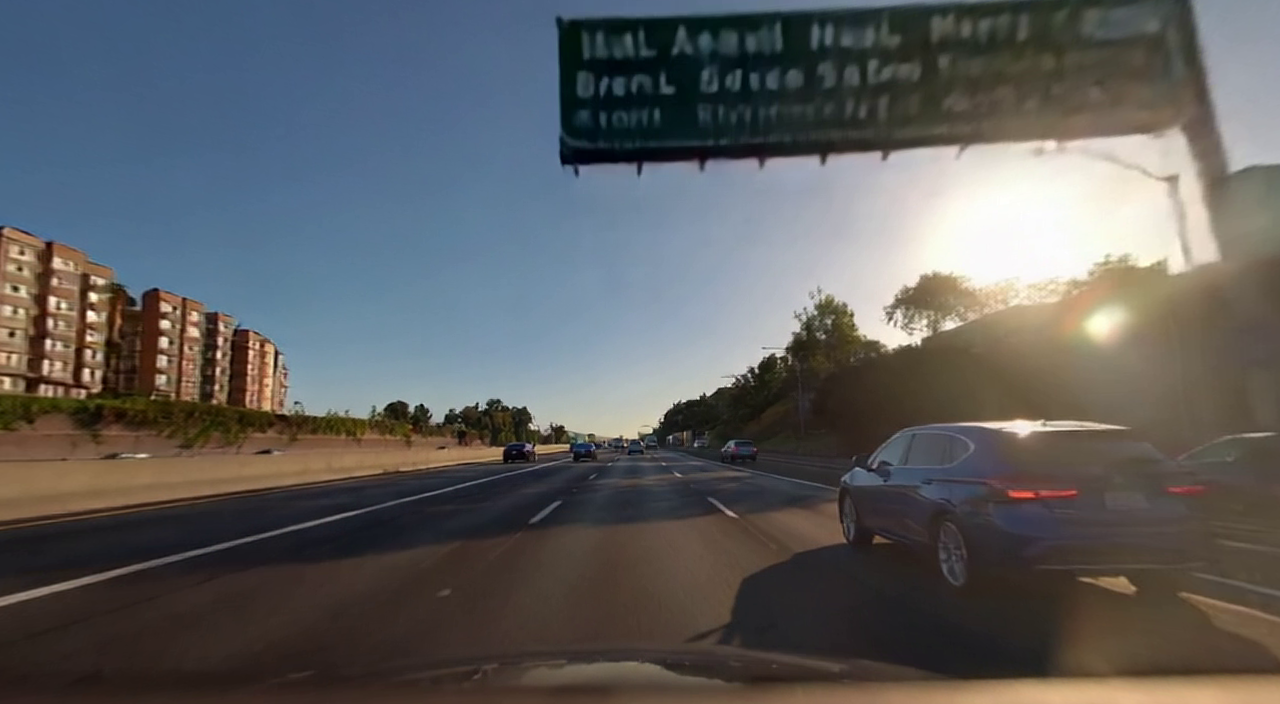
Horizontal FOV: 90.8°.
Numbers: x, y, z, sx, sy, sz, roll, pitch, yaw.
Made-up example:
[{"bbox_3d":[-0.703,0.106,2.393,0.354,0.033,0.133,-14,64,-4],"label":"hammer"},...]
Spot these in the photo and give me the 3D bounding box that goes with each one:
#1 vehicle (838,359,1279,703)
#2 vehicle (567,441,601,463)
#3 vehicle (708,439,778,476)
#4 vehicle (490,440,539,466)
[{"bbox_3d":[3.427,1.188,5.251,2.080,1.694,4.286,0,-8,-1],"label":"vehicle"},{"bbox_3d":[-3.773,6.824,43.228,2.002,1.466,4.378,0,-8,0],"label":"vehicle"},{"bbox_3d":[4.338,4.520,27.252,2.061,1.459,4.273,0,-8,-3],"label":"vehicle"},{"bbox_3d":[-7.572,6.144,38.569,2.021,1.496,4.495,0,-8,1],"label":"vehicle"}]
